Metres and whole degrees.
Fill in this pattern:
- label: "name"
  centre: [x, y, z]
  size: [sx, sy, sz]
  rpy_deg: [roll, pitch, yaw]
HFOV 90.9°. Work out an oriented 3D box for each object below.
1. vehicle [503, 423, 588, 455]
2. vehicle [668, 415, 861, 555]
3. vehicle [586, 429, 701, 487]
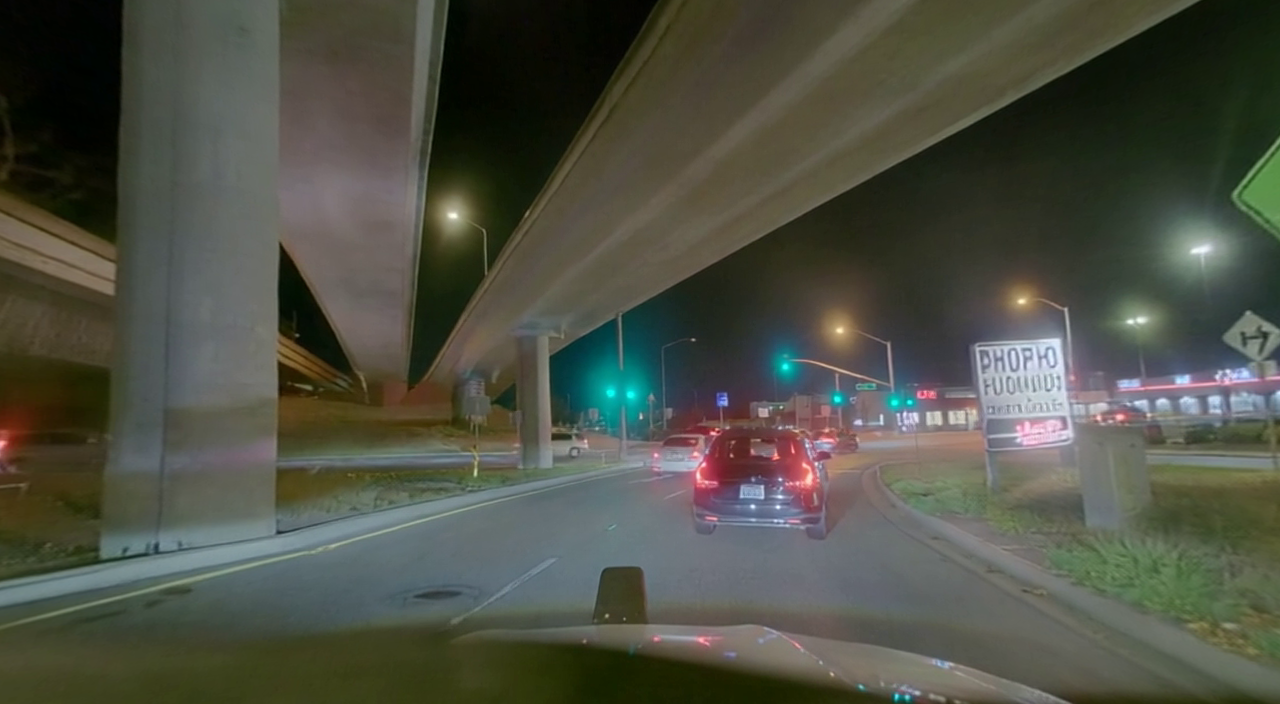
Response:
- label: "vehicle"
  centre: [-5.893, 5.469, 39.389]
  size: [4.827, 1.885, 2.008]
  rpy_deg: [-2, -9, 13]
- label: "vehicle"
  centre: [1.868, 1.859, 9.573]
  size: [2.195, 1.571, 4.353]
  rpy_deg: [-2, -9, 12]
- label: "vehicle"
  centre: [0.283, 3.203, 19.357]
  size: [2.214, 1.519, 4.704]
  rpy_deg: [-3, -9, 17]
